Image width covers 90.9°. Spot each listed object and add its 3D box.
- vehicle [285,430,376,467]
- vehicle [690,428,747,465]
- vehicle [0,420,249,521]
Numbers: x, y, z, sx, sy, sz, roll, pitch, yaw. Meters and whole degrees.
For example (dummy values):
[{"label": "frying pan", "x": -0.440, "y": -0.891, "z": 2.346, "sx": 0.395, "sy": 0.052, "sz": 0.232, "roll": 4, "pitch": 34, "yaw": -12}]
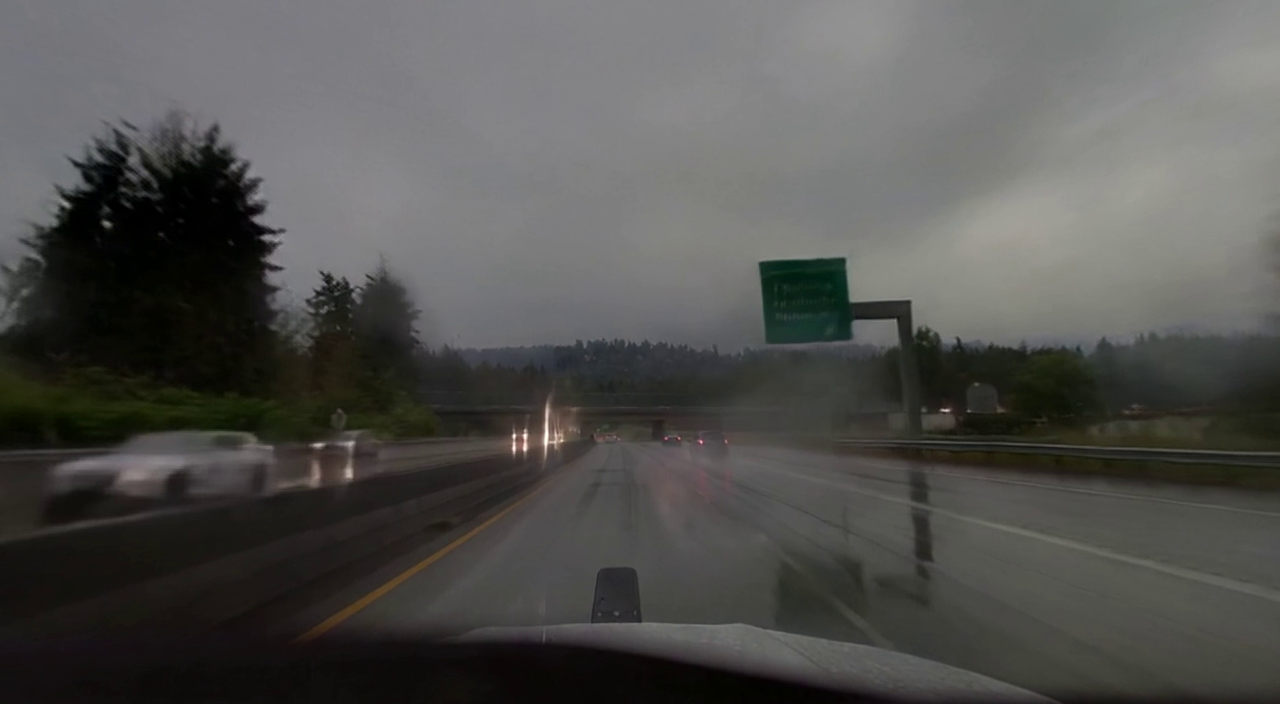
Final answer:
[{"label": "vehicle", "x": -13.337, "y": 4.173, "z": 27.520, "sx": 1.825, "sy": 1.476, "sz": 4.273, "roll": 0, "pitch": -8, "yaw": 0}, {"label": "vehicle", "x": 3.526, "y": 4.287, "z": 28.885, "sx": 1.938, "sy": 1.578, "sz": 3.764, "roll": 0, "pitch": -8, "yaw": -3}, {"label": "vehicle", "x": -8.957, "y": 1.972, "z": 11.064, "sx": 1.815, "sy": 1.452, "sz": 3.760, "roll": 0, "pitch": -8, "yaw": -1}]
